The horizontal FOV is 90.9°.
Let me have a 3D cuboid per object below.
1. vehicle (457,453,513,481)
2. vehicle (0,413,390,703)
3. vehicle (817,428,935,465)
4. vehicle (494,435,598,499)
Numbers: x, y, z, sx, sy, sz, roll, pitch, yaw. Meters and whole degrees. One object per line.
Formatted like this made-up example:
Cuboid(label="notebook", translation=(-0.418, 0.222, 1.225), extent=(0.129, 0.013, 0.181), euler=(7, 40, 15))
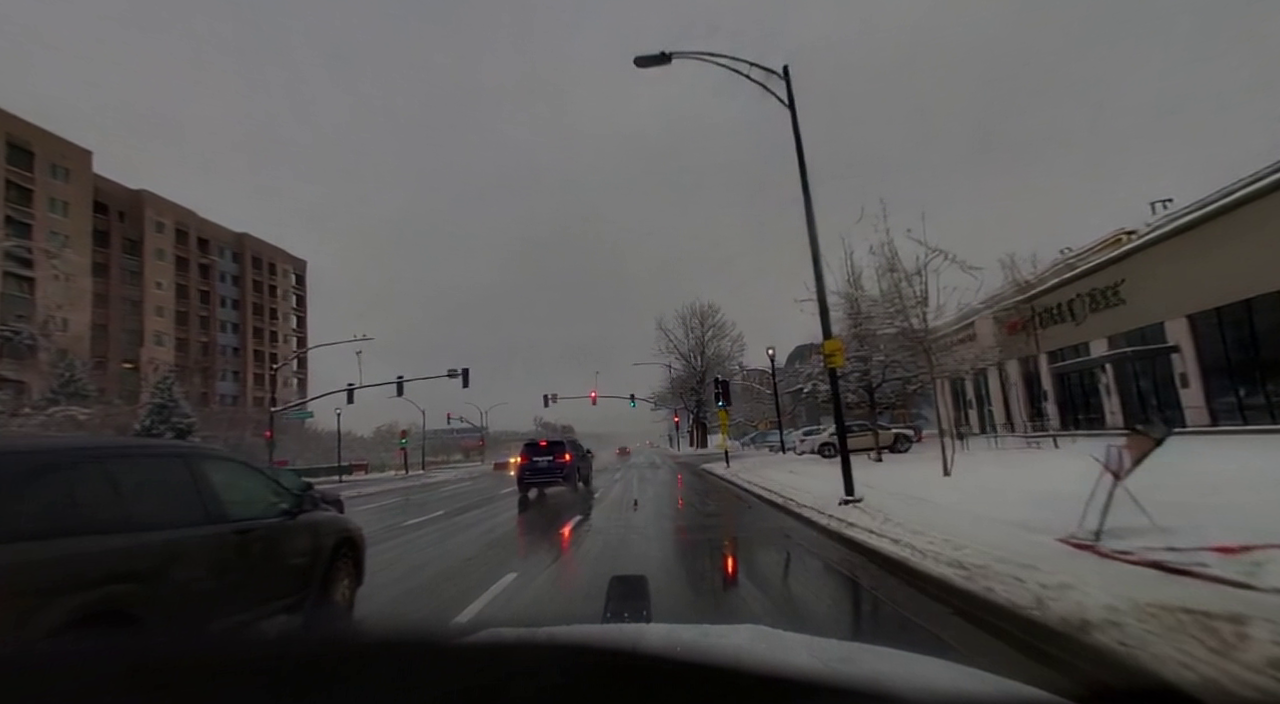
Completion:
Cuboid(label="vehicle", translation=(-8.917, 6.662, 36.612), extent=(1.843, 1.483, 4.254), euler=(-3, -10, 5))
Cuboid(label="vehicle", translation=(-3.276, 1.106, 3.152), extent=(2.037, 1.484, 4.603), euler=(0, -9, 2))
Cuboid(label="vehicle", translation=(10.304, 4.189, 27.802), extent=(4.361, 1.550, 2.087), euler=(0, -10, 3))
Cuboid(label="vehicle", translation=(-2.761, 3.543, 19.864), extent=(2.277, 1.743, 4.893), euler=(-1, -9, 3))
